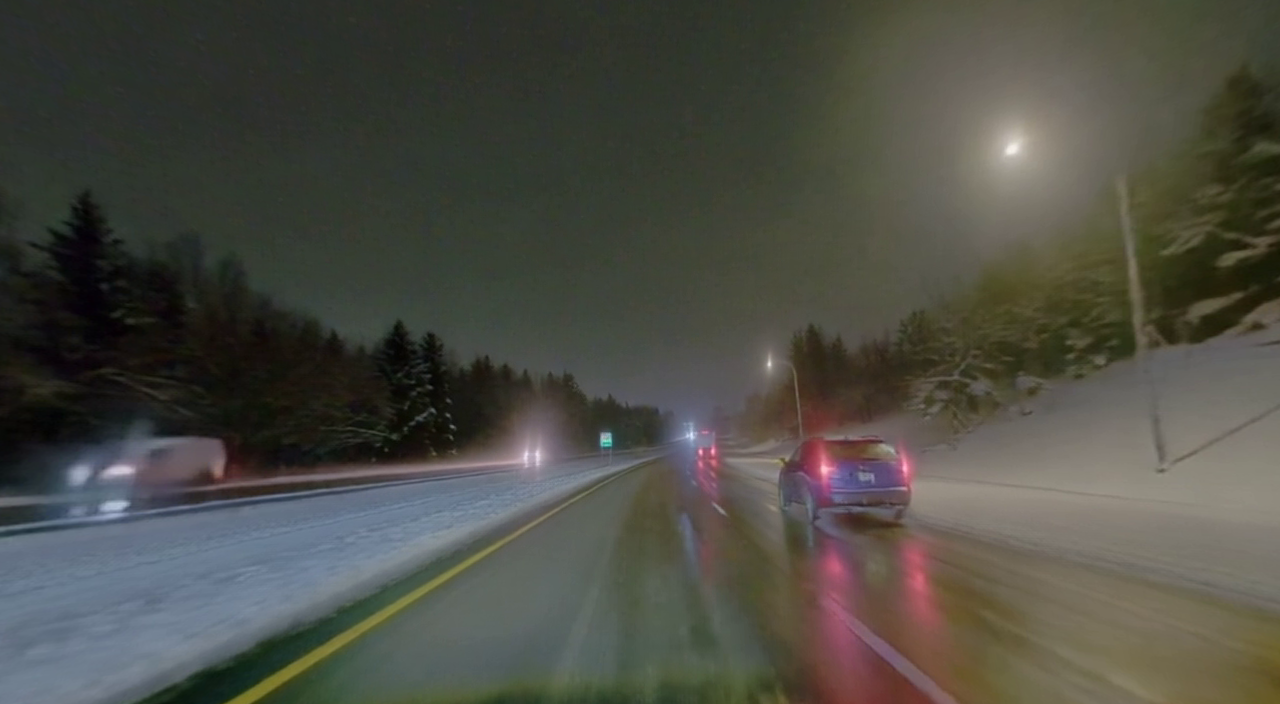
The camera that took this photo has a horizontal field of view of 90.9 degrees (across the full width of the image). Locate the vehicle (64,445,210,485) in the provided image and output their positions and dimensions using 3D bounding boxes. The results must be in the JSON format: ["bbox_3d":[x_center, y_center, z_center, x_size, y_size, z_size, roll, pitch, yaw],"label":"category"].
[{"bbox_3d":[-20.402,4.575,25.907,1.947,1.480,4.663,-1,-9,3],"label":"vehicle"}]

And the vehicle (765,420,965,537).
[{"bbox_3d":[3.826,2.231,11.724,2.143,1.730,4.303,0,-9,0],"label":"vehicle"}]
